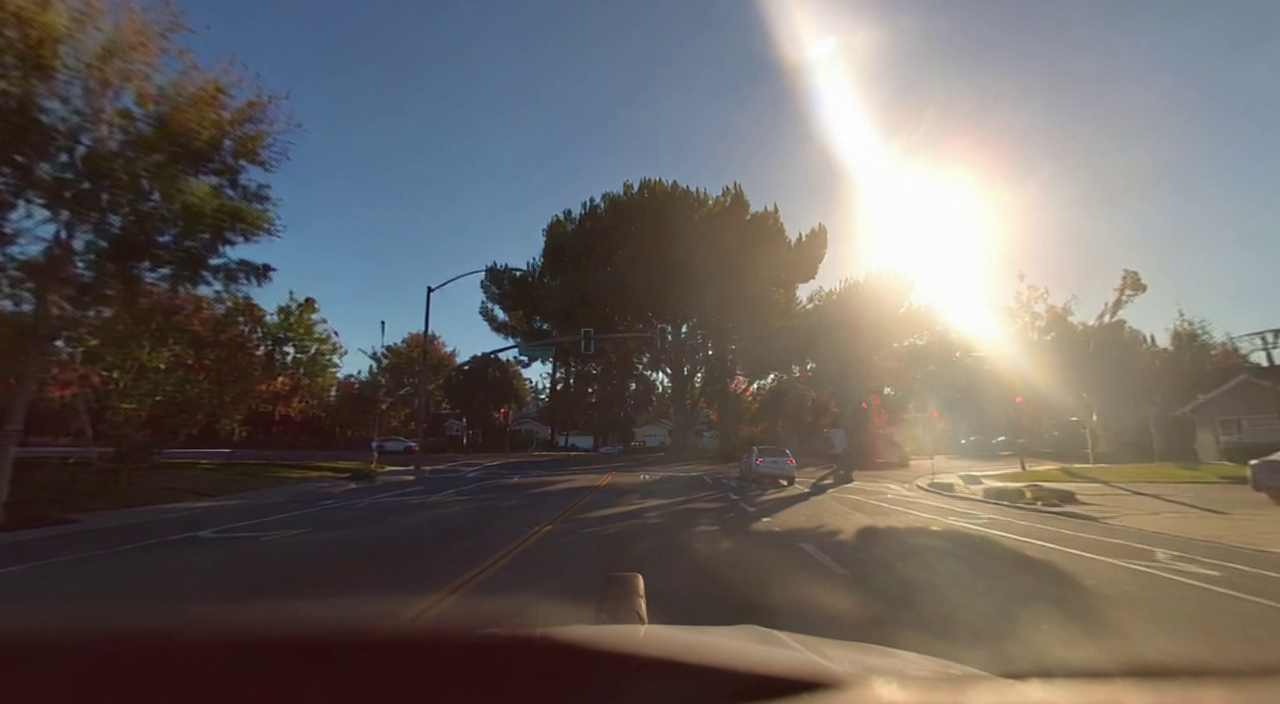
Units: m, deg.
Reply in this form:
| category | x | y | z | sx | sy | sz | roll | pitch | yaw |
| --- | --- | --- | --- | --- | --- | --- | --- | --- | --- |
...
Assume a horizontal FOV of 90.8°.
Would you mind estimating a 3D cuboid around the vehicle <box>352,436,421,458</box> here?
| category | x | y | z | sx | sy | sz | roll | pitch | yaw |
| --- | --- | --- | --- | --- | --- | --- | --- | --- | --- |
| vehicle | -18.107 | 6.830 | 45.203 | 4.081 | 1.522 | 1.863 | -1 | -9 | 5 |

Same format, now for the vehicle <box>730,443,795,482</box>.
| category | x | y | z | sx | sy | sz | roll | pitch | yaw |
| --- | --- | --- | --- | --- | --- | --- | --- | --- | --- |
| vehicle | 5.003 | 4.579 | 26.444 | 1.947 | 1.485 | 4.336 | 0 | -9 | 1 |

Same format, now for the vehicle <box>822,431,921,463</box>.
| category | x | y | z | sx | sy | sz | roll | pitch | yaw |
| --- | --- | --- | --- | --- | --- | --- | --- | --- | --- |
| vehicle | 15.542 | 6.423 | 42.724 | 5.869 | 2.098 | 2.206 | -1 | -9 | 4 |
